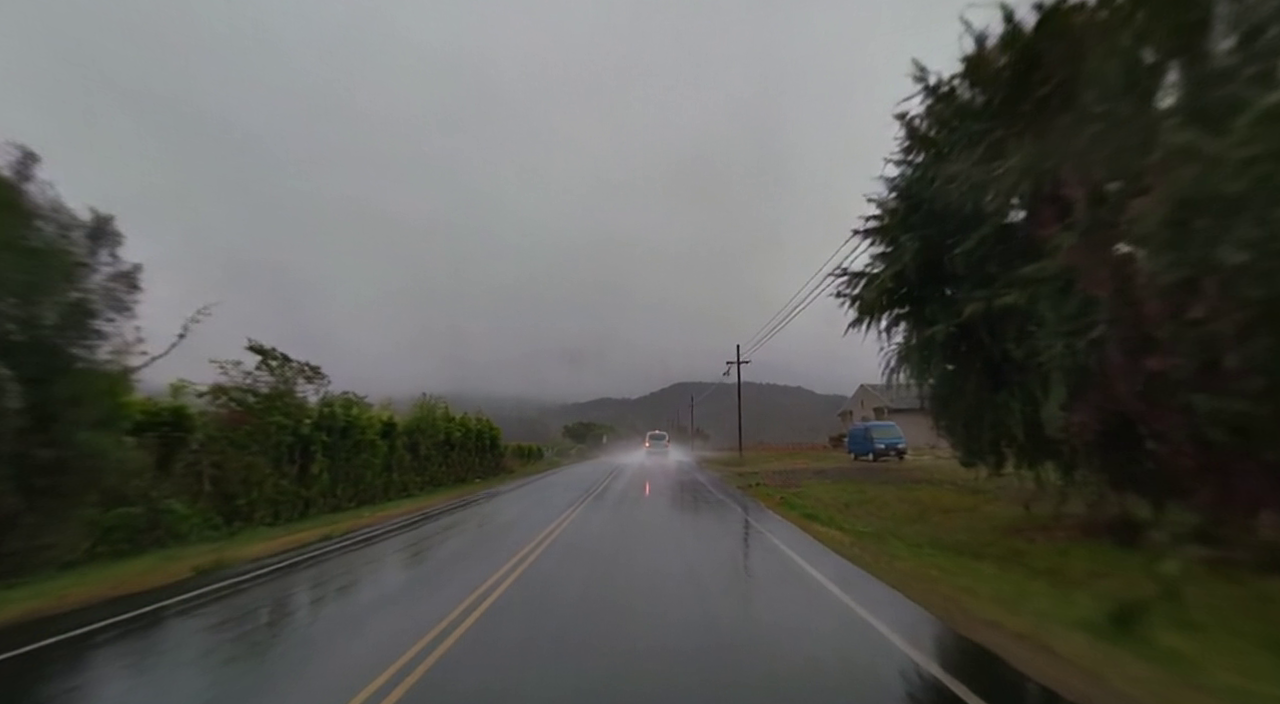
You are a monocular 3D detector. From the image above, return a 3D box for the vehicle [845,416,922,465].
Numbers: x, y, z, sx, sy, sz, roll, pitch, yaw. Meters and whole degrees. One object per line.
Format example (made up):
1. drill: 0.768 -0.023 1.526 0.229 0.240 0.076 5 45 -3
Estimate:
1. vehicle: 10.968 4.018 28.704 2.077 1.919 4.690 -5 -8 7
